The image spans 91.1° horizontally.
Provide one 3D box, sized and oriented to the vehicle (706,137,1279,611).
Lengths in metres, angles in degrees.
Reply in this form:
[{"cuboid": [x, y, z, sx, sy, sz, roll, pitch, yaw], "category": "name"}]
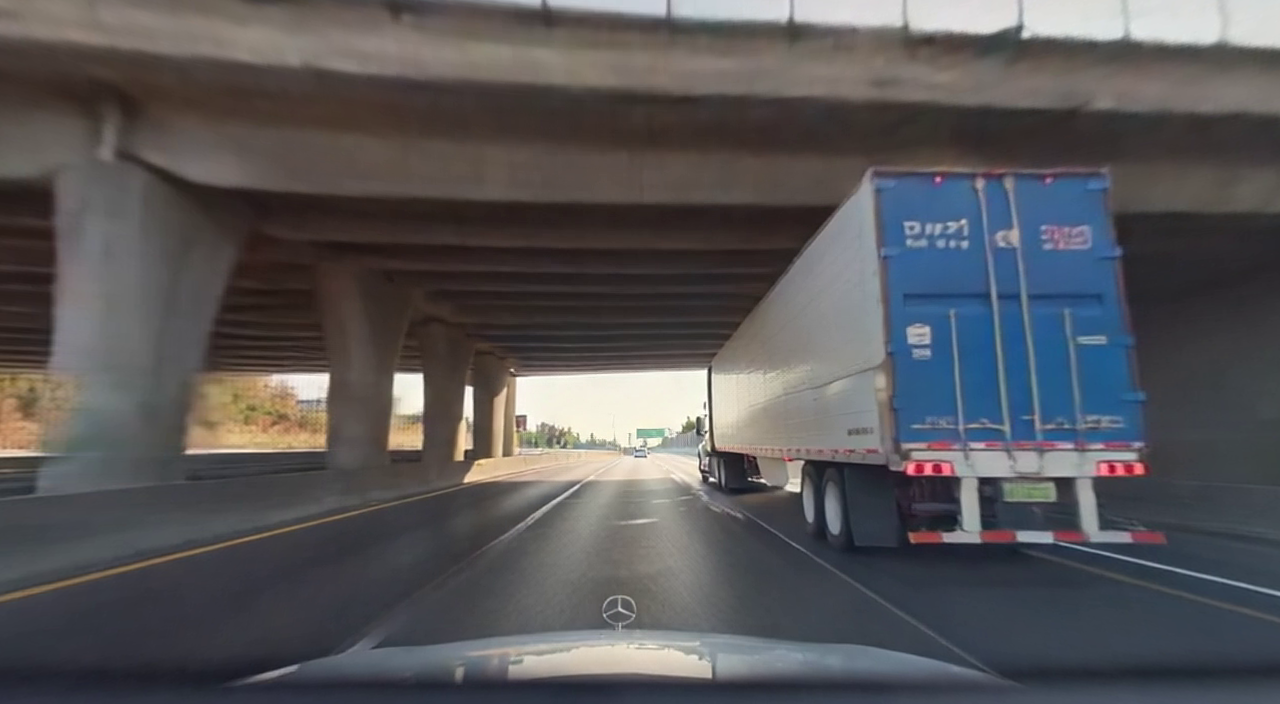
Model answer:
[{"cuboid": [3.806, 1.192, 12.503, 3.244, 4.020, 14.561, 0, -9, -1], "category": "vehicle"}]
